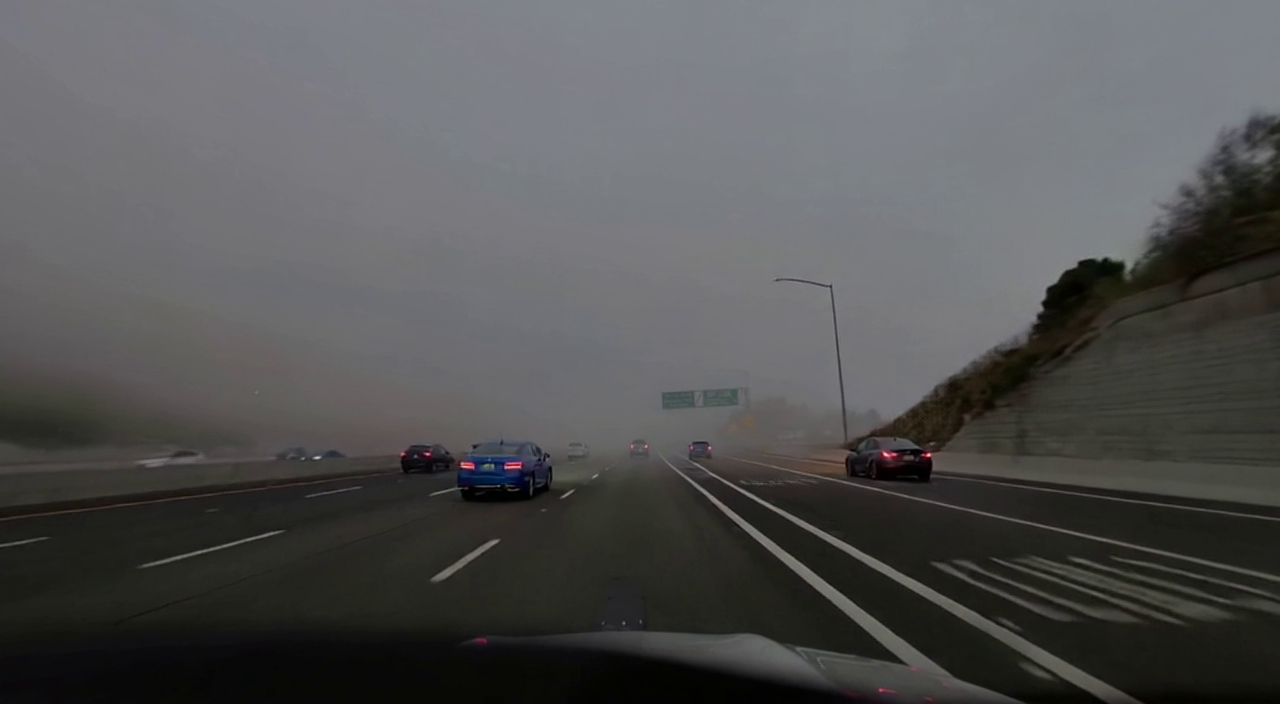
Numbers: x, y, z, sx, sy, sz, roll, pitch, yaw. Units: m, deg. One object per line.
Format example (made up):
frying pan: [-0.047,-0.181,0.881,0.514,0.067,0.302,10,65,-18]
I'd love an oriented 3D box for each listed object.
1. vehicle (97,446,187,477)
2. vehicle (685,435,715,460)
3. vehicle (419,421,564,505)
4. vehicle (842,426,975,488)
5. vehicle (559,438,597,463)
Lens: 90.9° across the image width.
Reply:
vehicle: [-27.073,5.941,34.464,1.705,1.520,3.769,-1,-8,2]
vehicle: [4.668,7.487,49.346,2.172,1.824,5.031,-1,-8,4]
vehicle: [-3.385,2.676,15.666,2.210,1.730,5.133,-1,-8,2]
vehicle: [7.988,3.171,19.333,2.122,1.646,4.491,0,-8,0]
vehicle: [-4.500,7.214,46.325,2.076,1.730,4.537,-1,-8,3]
